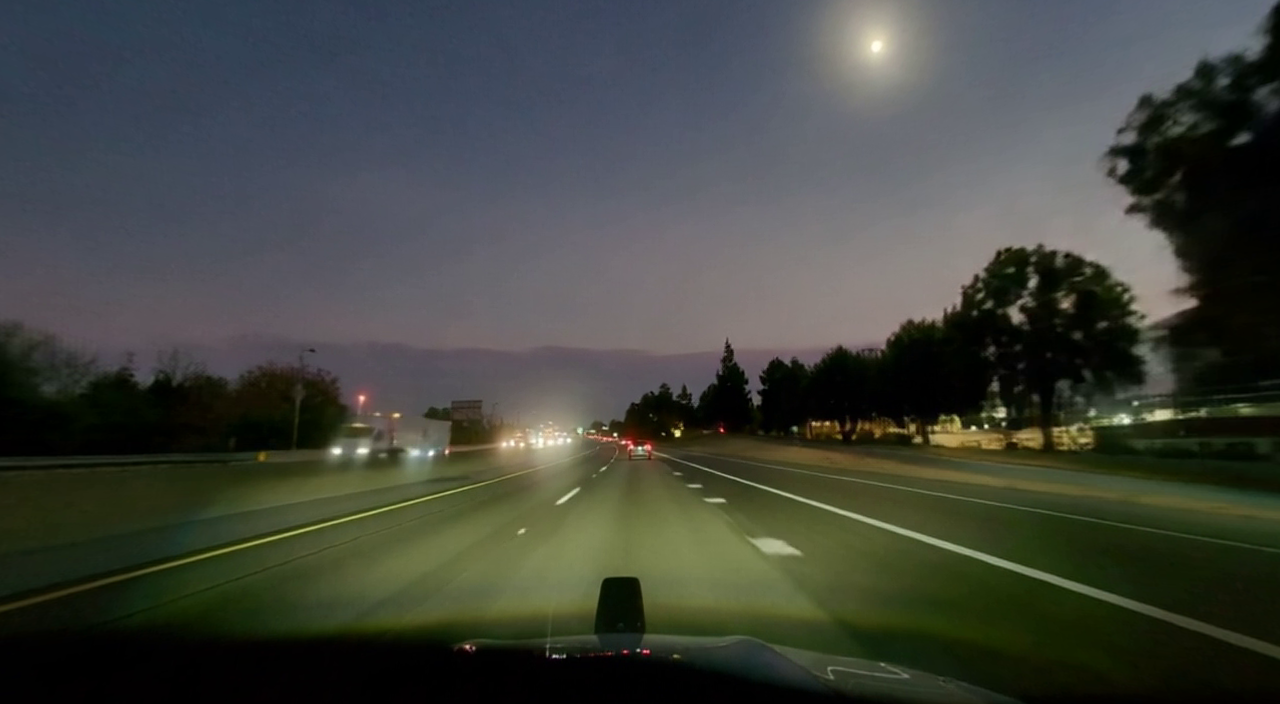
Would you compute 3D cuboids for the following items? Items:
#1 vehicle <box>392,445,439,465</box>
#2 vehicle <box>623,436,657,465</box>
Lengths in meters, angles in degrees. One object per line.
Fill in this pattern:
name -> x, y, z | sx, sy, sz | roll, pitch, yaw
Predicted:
vehicle -> -17.638, 8.074, 49.503 | 1.988, 1.500, 4.746 | 0, -8, -1
vehicle -> -0.075, 6.167, 39.502 | 2.029, 1.666, 4.064 | 0, -8, -2
